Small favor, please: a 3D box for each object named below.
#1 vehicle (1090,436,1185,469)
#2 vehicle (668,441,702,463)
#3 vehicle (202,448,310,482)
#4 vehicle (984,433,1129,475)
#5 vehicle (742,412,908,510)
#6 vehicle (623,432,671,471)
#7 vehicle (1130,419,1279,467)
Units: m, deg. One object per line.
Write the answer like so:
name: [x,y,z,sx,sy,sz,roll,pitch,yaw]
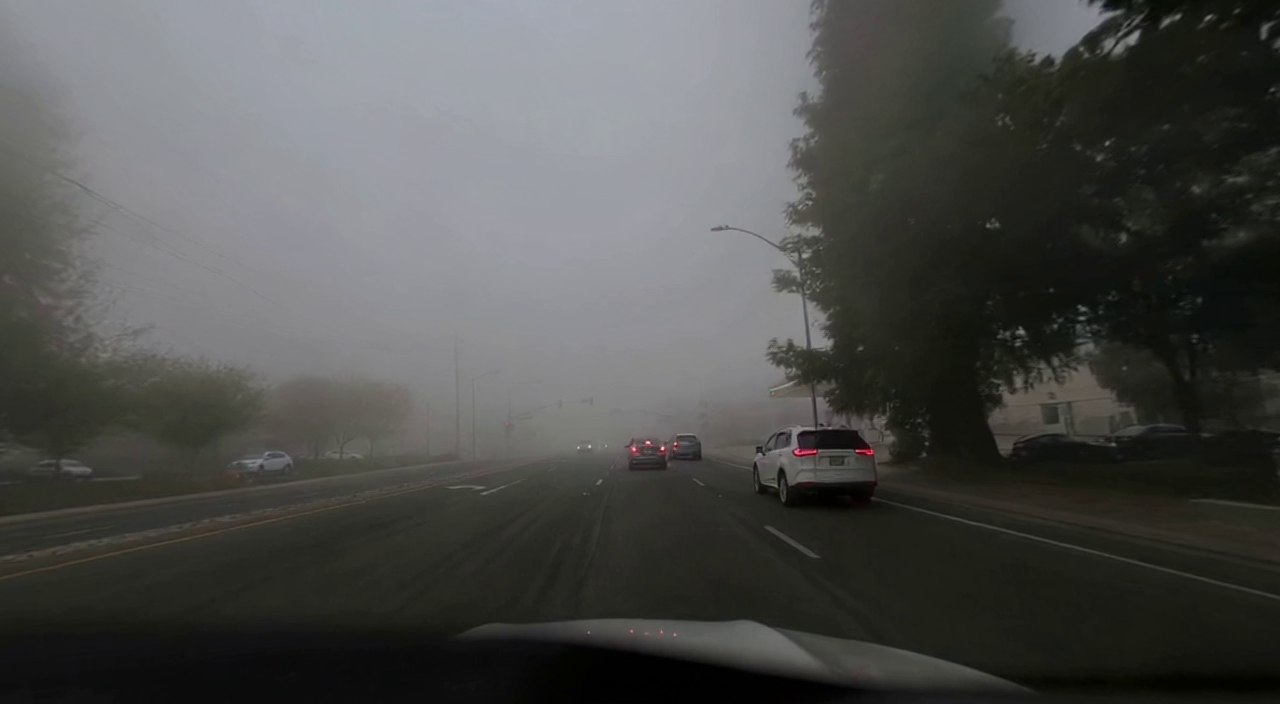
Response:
vehicle: [22.310,4.525,28.480,1.498,1.323,3.303,-2,-9,-1]
vehicle: [2.884,6.497,41.162,1.822,1.331,3.583,0,-8,-2]
vehicle: [-24.321,7.133,40.270,2.100,1.937,5.517,-4,-9,26]
vehicle: [15.694,3.849,23.971,4.165,1.517,1.795,0,-8,0]
vehicle: [3.816,2.374,14.195,2.116,1.791,5.006,0,-8,-1]
vehicle: [0.264,4.781,30.425,2.164,1.718,3.881,0,-8,-1]
vehicle: [25.099,4.077,28.242,2.272,1.731,5.051,-6,-9,0]
